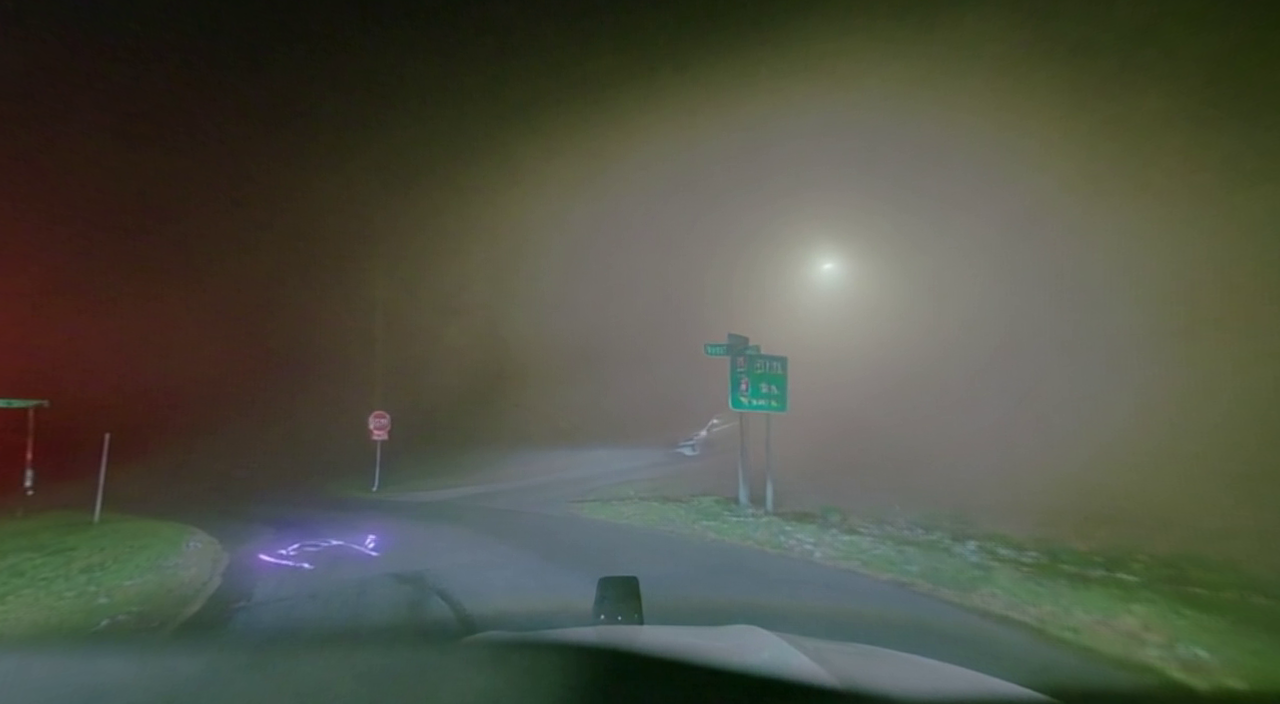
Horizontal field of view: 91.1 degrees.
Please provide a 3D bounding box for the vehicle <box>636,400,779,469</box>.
[{"bbox_3d":[2.308,2.711,20.940,4.403,1.574,1.914,-5,-5,-37],"label":"vehicle"}]
